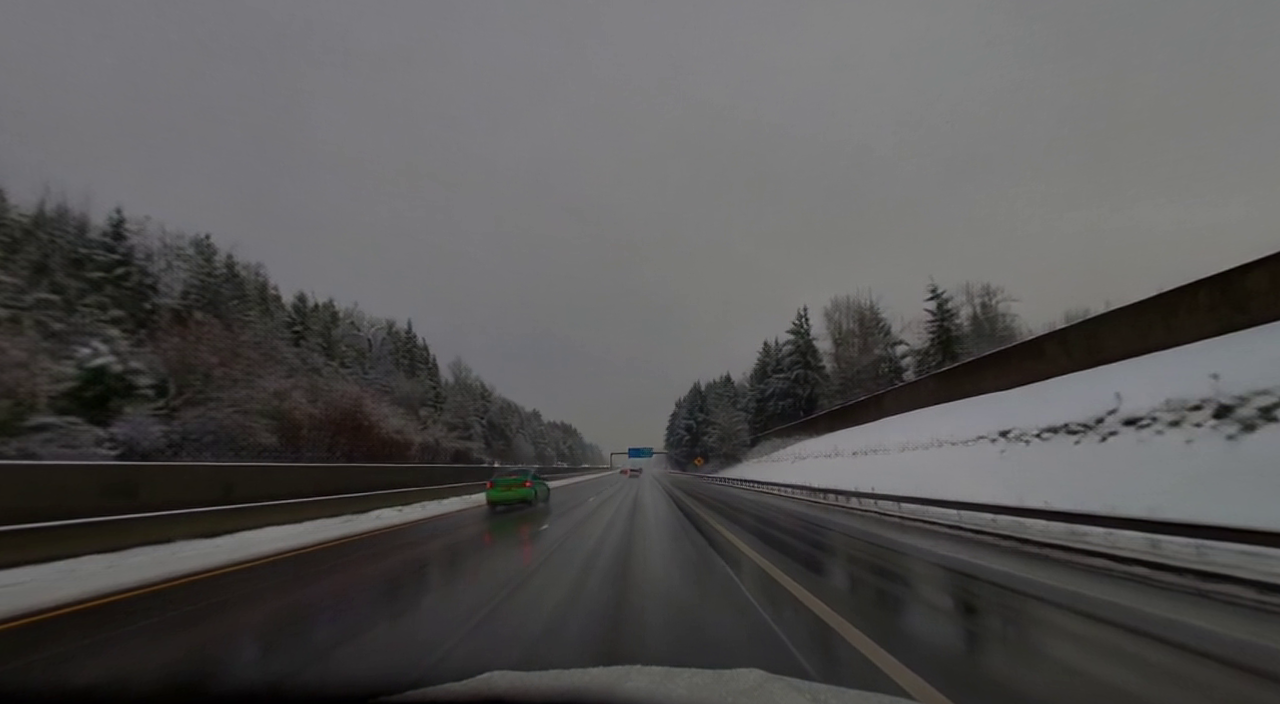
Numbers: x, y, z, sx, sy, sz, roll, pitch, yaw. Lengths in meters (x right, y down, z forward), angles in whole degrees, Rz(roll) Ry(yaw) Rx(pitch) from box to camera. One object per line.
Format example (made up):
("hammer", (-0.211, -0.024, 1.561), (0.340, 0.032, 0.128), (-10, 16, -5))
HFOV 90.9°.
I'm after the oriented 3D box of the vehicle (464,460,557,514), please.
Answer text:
("vehicle", (-3.925, 4.198, 19.867), (2.006, 1.469, 4.050), (1, -10, 0))
